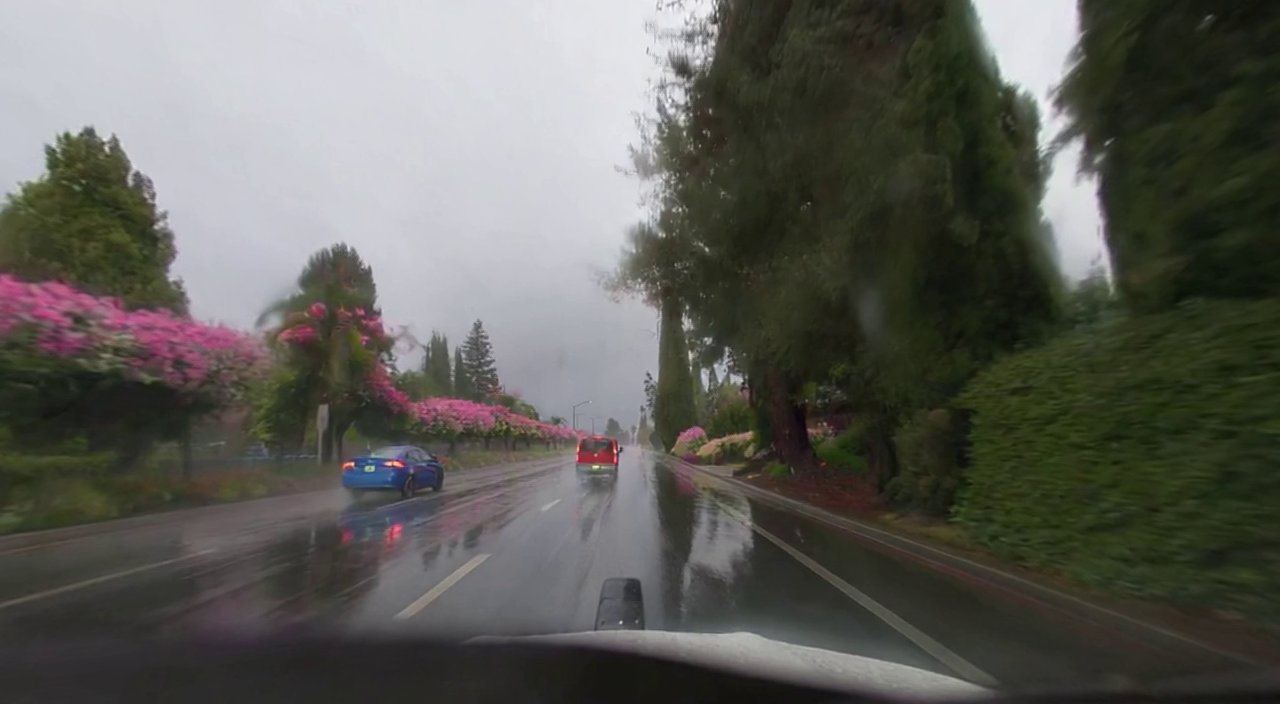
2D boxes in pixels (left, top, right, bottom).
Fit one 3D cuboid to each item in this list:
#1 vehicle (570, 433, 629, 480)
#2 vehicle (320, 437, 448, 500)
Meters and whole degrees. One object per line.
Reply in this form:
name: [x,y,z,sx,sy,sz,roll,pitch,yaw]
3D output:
vehicle: [-1.616,4.364,26.654,2.070,1.764,4.552,0,-8,1]
vehicle: [-7.505,3.438,19.111,1.993,1.657,4.487,0,-8,0]
